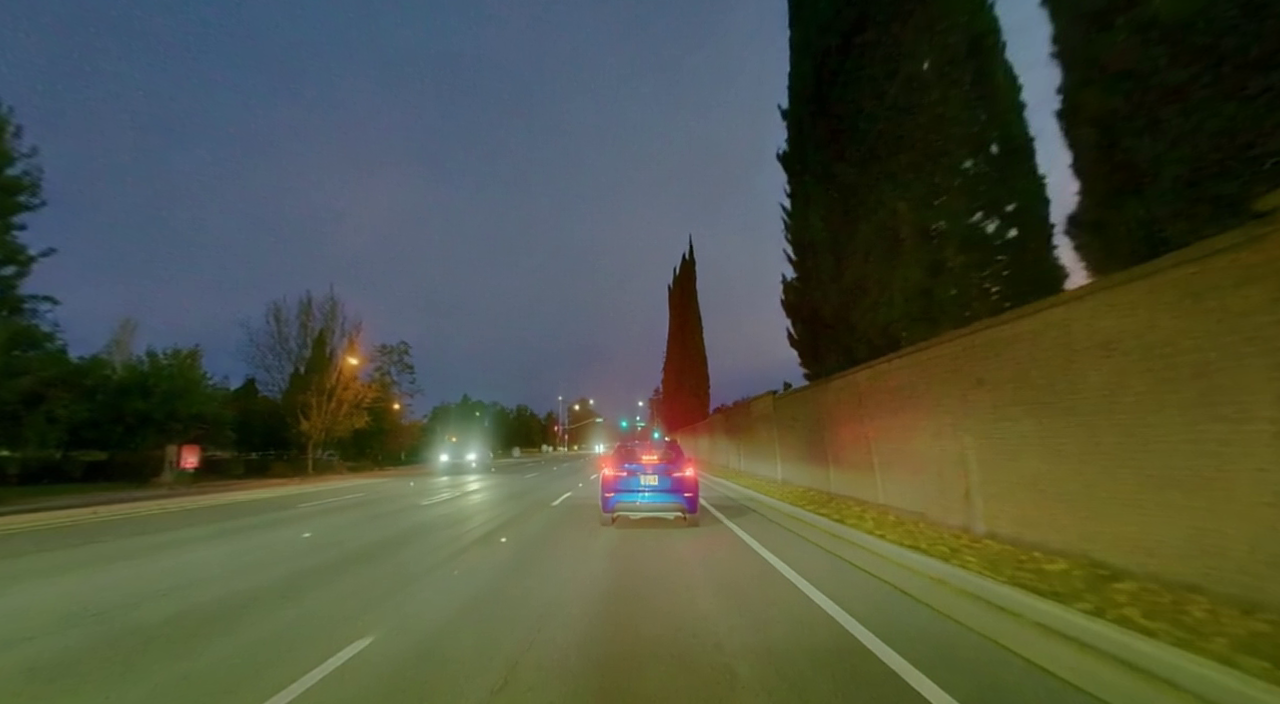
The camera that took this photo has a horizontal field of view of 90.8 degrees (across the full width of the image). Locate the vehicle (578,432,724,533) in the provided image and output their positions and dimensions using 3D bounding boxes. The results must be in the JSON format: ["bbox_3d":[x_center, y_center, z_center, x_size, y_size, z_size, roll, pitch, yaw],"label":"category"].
[{"bbox_3d":[0.147,2.303,11.792,2.205,1.509,4.272,0,-8,-1],"label":"vehicle"}]
